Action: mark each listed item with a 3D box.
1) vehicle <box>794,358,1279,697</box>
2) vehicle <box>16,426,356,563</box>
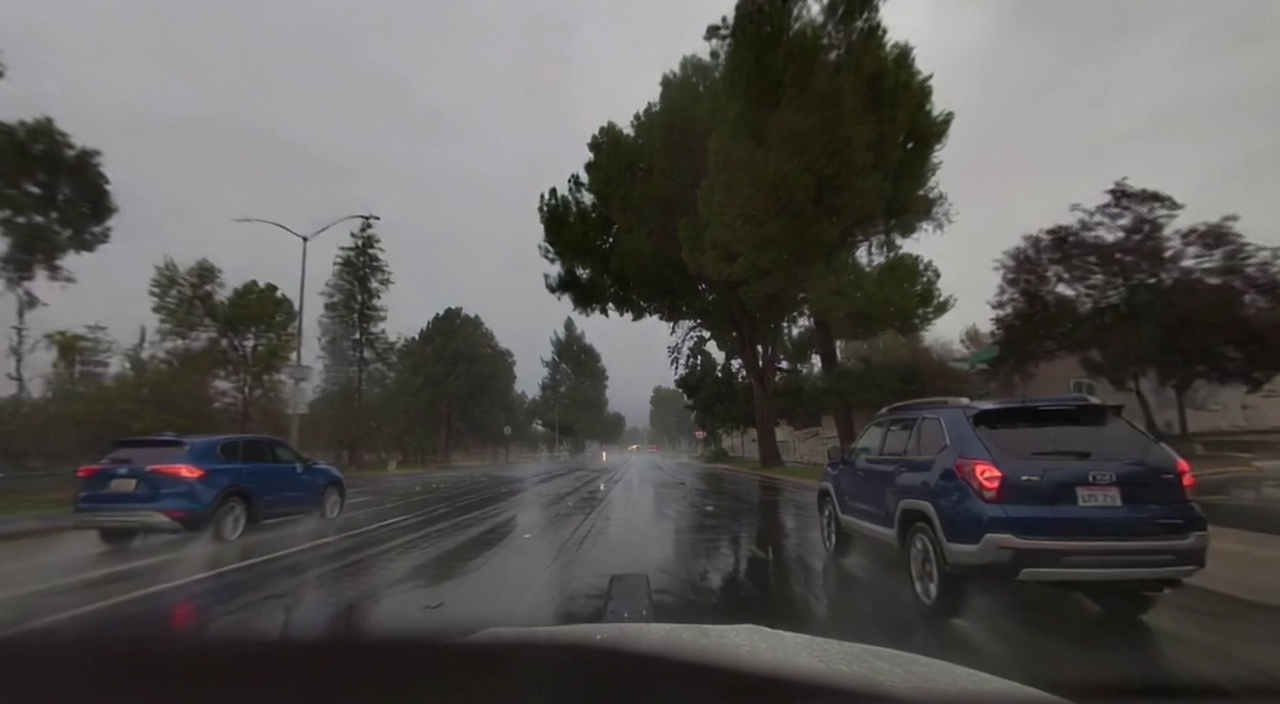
[{"bbox_3d":[2.993,1.259,5.674,2.047,1.768,4.607,0,-9,0],"label":"vehicle"},{"bbox_3d":[-6.770,2.149,10.351,2.069,1.690,4.837,0,-9,-2],"label":"vehicle"}]
